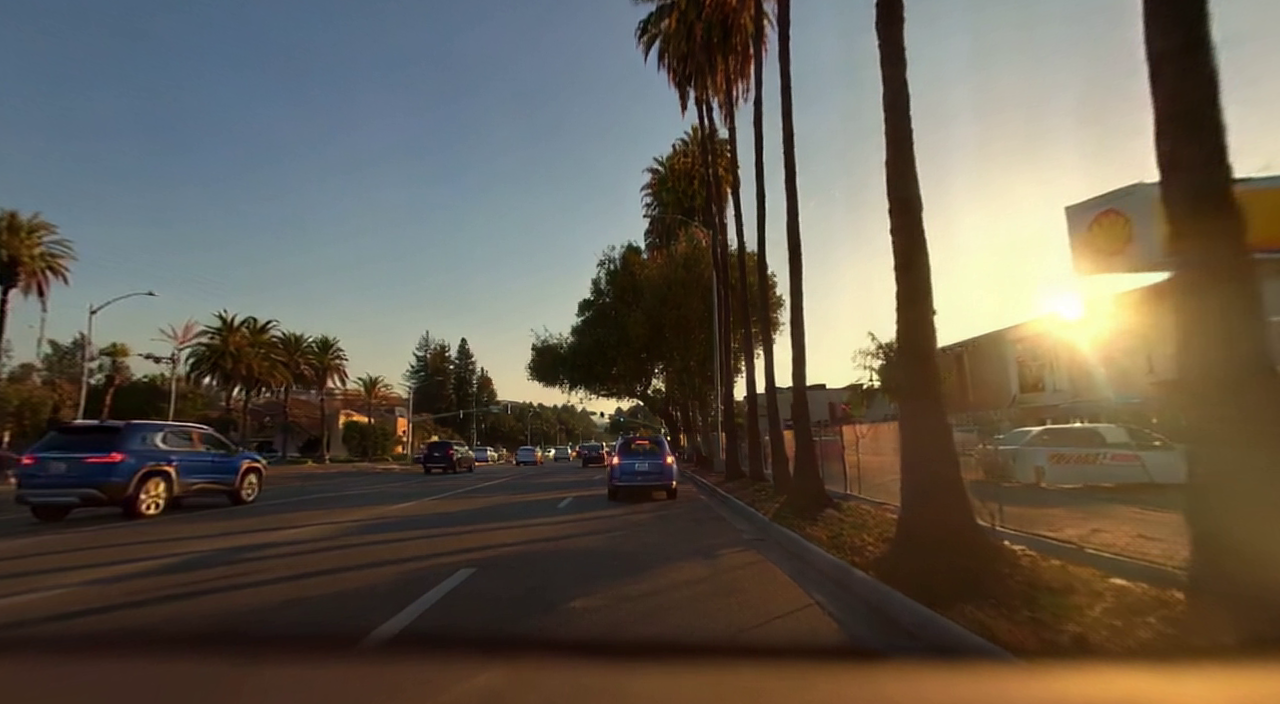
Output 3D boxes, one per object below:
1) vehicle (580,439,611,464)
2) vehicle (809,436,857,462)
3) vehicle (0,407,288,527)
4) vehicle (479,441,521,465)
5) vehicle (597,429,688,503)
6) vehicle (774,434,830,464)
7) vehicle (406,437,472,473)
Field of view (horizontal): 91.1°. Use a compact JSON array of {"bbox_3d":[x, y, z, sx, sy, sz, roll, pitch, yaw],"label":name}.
[{"bbox_3d":[-3.408,7.801,49.382,2.077,1.832,4.706,0,-9,0],"label":"vehicle"},{"bbox_3d":[12.026,6.055,39.326,1.681,1.503,3.781,0,-8,-2],"label":"vehicle"},{"bbox_3d":[-9.956,2.270,12.924,2.269,1.934,5.350,0,-9,0],"label":"vehicle"},{"bbox_3d":[-10.492,7.581,47.308,1.998,1.731,4.952,0,-9,0],"label":"vehicle"},{"bbox_3d":[0.100,2.963,16.707,2.121,1.710,3.893,0,-9,1],"label":"vehicle"},{"bbox_3d":[8.283,4.938,31.953,1.837,1.416,3.947,-4,-10,28],"label":"vehicle"},{"bbox_3d":[-10.550,5.423,33.279,1.965,1.743,4.327,0,-9,1],"label":"vehicle"}]
